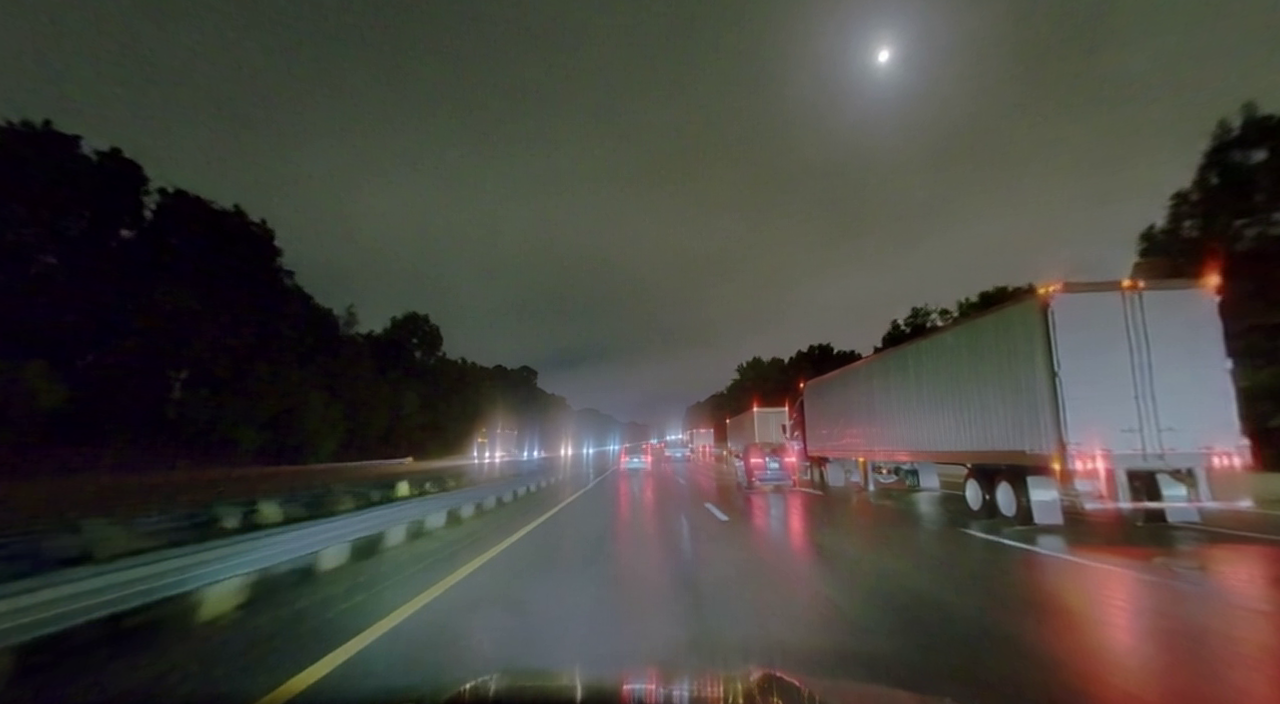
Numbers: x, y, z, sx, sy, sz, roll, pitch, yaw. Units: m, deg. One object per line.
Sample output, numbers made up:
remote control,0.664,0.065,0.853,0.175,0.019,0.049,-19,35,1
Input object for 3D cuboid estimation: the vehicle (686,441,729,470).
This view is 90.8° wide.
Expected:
vehicle,4.134,6.431,39.321,2.150,1.632,4.260,0,-9,0

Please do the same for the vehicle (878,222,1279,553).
vehicle,7.606,1.005,11.935,2.823,4.063,8.485,0,-9,0

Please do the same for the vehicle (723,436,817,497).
vehicle,3.704,3.343,18.755,1.920,1.594,3.867,0,-9,-1

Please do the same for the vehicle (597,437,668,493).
vehicle,-0.207,3.550,20.091,2.023,1.618,3.628,0,-9,0
